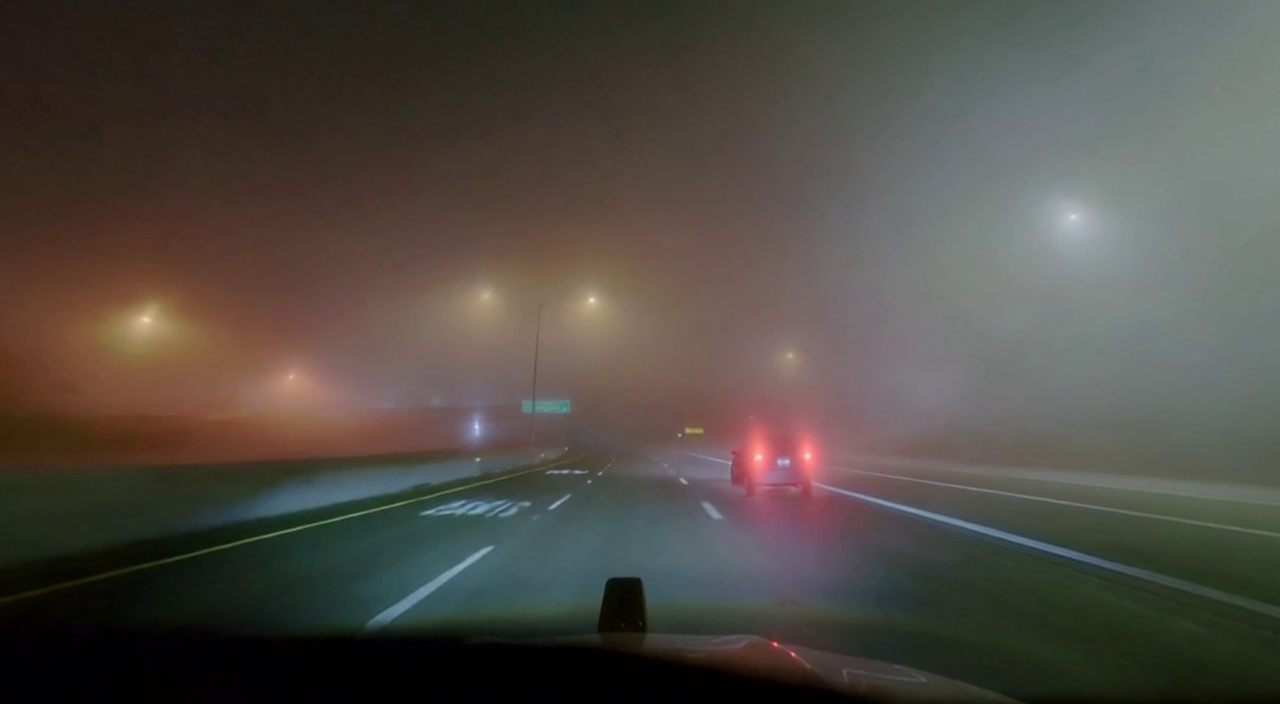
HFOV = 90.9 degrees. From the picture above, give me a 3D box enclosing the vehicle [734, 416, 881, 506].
[{"bbox_3d":[3.557,2.434,14.500,2.039,1.701,4.834,0,-8,0],"label":"vehicle"}]
